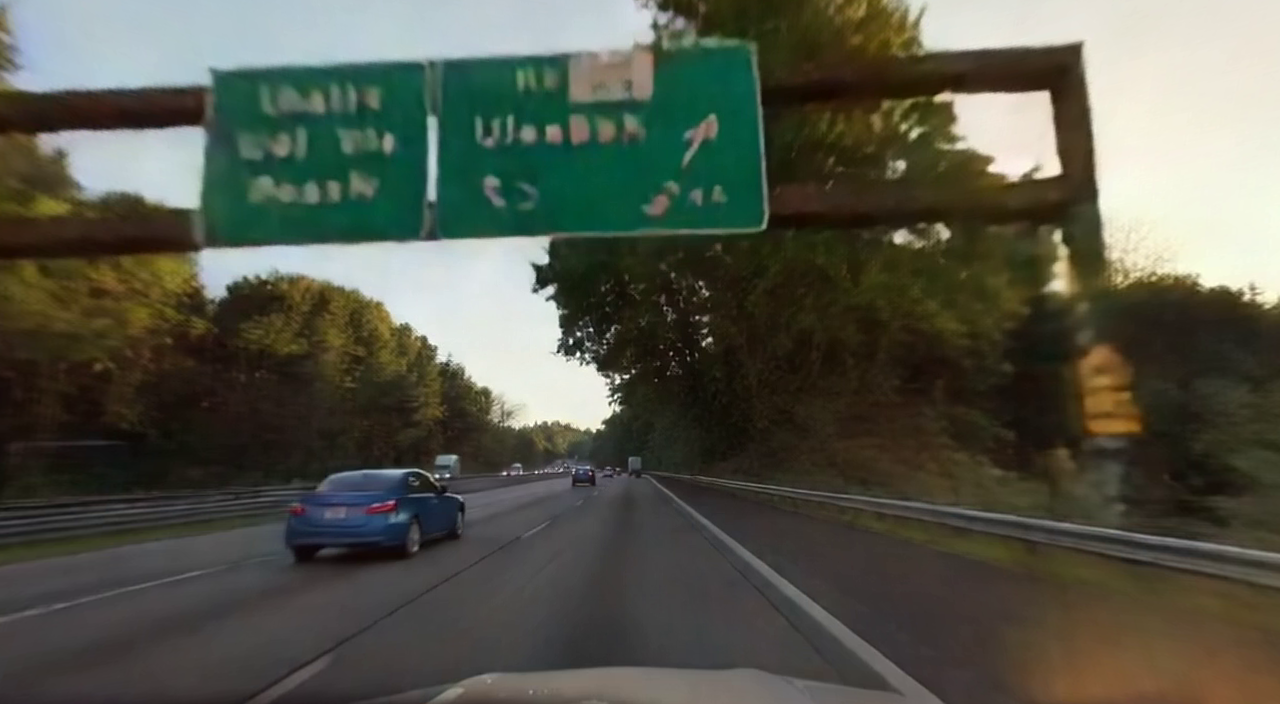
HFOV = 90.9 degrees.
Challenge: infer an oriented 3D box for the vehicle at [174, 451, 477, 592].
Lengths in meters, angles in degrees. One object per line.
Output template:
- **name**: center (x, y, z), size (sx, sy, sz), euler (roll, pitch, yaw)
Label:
- **vehicle**: center (-4.001, 2.251, 9.114), size (1.995, 1.467, 4.467), euler (0, -10, 1)

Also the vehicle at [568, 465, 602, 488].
- **vehicle**: center (-3.729, 8.577, 43.498), size (1.954, 1.509, 4.094), euler (1, -10, 0)
